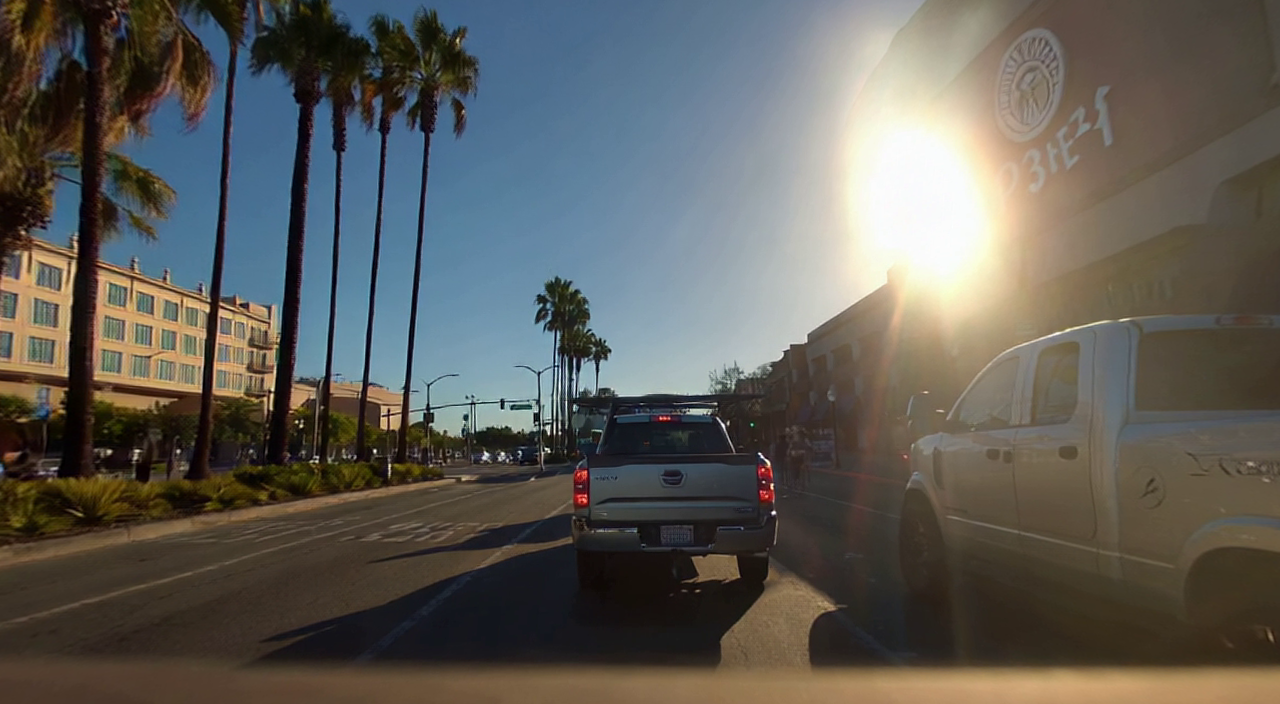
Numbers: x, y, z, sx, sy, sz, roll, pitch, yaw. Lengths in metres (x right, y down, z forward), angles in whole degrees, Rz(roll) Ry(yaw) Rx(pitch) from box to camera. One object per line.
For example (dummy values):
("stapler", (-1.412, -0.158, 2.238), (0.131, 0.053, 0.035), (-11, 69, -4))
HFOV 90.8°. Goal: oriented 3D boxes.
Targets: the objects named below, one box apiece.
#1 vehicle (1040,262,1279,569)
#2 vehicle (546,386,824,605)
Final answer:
("vehicle", (7.922, 0.893, 8.599), (2.666, 3.345, 3.622), (-1, -9, 8))
("vehicle", (0.407, 1.591, 7.983), (2.311, 1.819, 5.255), (0, -8, 1))
